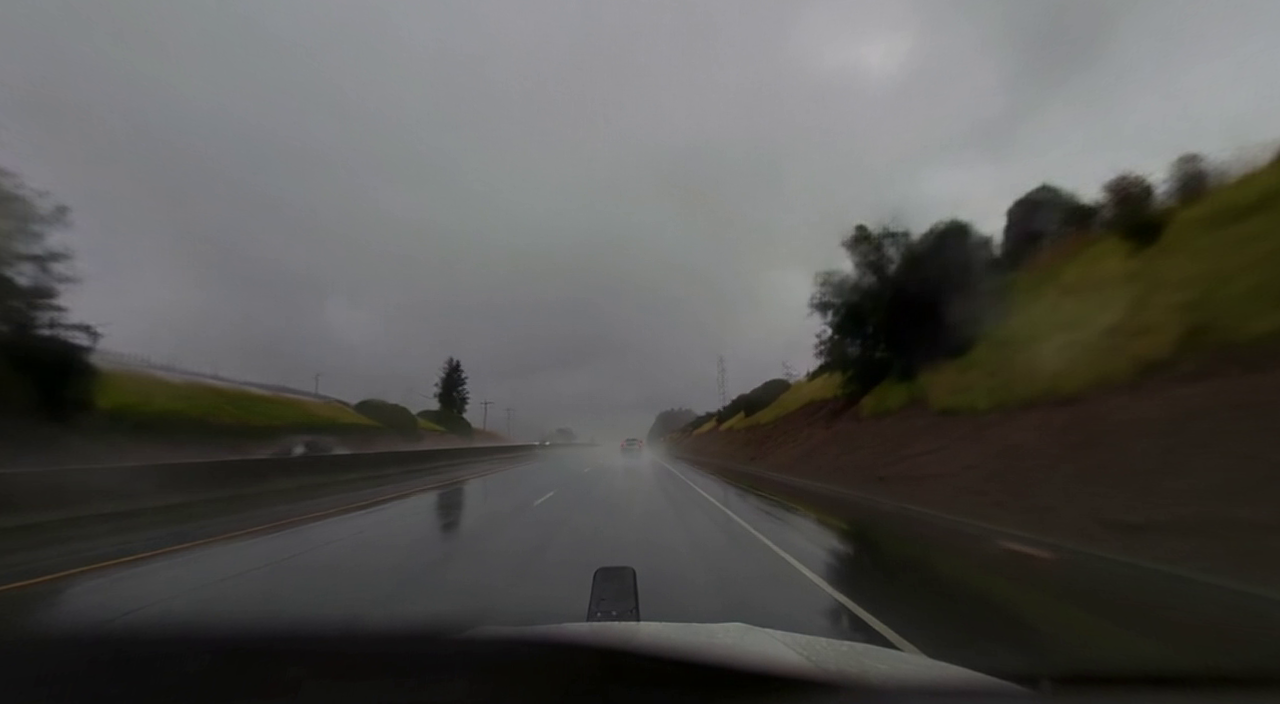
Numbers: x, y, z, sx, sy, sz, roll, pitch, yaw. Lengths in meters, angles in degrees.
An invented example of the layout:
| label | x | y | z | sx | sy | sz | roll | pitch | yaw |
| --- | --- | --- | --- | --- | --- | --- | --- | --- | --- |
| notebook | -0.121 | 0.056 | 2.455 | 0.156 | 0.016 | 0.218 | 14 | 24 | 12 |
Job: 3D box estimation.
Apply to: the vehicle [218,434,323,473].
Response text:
| label | x | y | z | sx | sy | sz | roll | pitch | yaw |
| --- | --- | --- | --- | --- | --- | --- | --- | --- | --- |
| vehicle | -15.011 | 4.126 | 25.843 | 1.834 | 1.447 | 4.030 | 0 | -8 | 0 |
